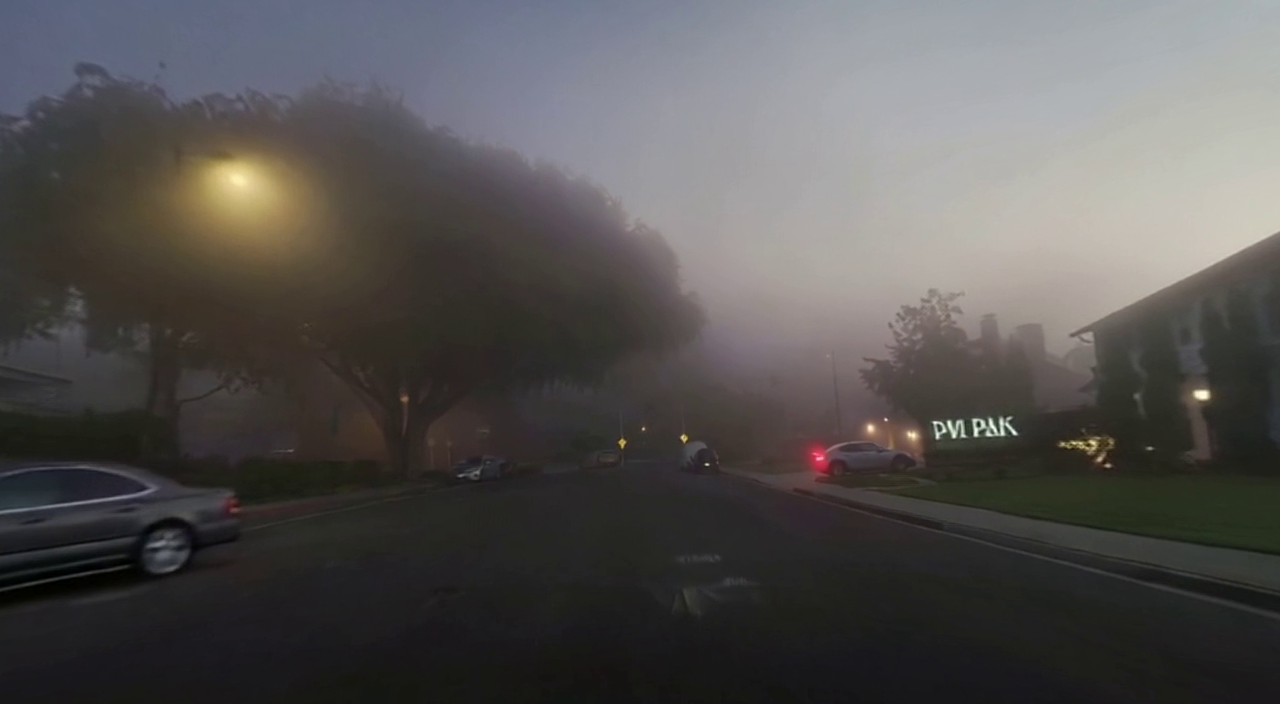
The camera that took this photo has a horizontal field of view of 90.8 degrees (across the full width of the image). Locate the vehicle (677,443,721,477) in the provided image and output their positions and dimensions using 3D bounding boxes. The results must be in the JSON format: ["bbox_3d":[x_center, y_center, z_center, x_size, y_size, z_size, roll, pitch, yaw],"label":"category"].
[{"bbox_3d":[3.534,6.573,38.723,2.051,1.925,4.625,0,-9,-2],"label":"vehicle"}]

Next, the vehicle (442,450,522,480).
[{"bbox_3d":[-10.207,7.304,41.012,4.620,1.695,2.004,5,-12,-39],"label":"vehicle"}]

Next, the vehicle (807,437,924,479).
[{"bbox_3d":[10.542,4.998,29.850,4.733,1.843,2.005,0,-9,1],"label":"vehicle"}]

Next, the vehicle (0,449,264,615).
[{"bbox_3d":[-6.881,1.837,6.758,4.750,1.559,1.928,5,-10,-32],"label":"vehicle"}]
